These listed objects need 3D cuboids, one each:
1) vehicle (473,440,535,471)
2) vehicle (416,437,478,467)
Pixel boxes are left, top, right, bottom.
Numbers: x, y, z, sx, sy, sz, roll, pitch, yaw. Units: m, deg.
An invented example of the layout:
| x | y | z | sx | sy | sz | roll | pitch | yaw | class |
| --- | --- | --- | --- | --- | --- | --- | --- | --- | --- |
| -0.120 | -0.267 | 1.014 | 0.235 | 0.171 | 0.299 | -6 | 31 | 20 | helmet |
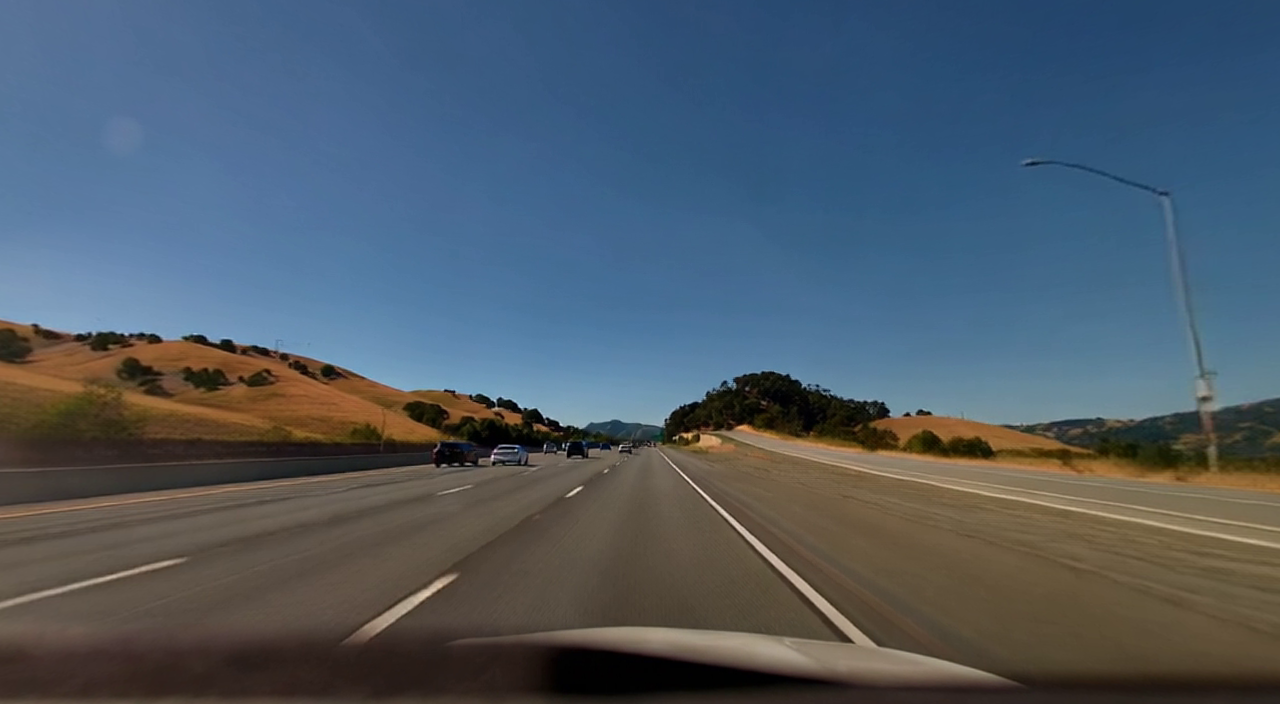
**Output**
| x | y | z | sx | sy | sz | roll | pitch | yaw | class |
| --- | --- | --- | --- | --- | --- | --- | --- | --- | --- |
| -7.000 | 5.366 | 32.988 | 2.107 | 1.484 | 4.449 | 0 | -9 | 2 | vehicle |
| -11.271 | 5.857 | 37.155 | 2.020 | 1.645 | 4.629 | 0 | -9 | 2 | vehicle |
